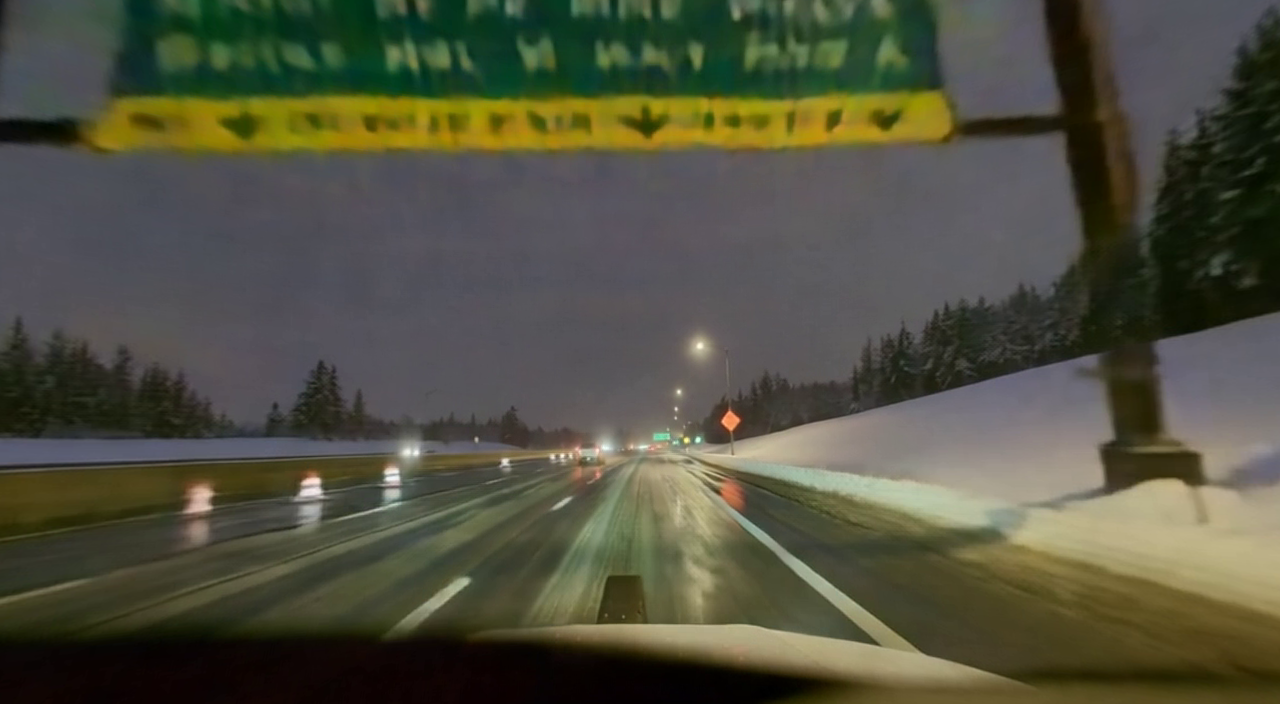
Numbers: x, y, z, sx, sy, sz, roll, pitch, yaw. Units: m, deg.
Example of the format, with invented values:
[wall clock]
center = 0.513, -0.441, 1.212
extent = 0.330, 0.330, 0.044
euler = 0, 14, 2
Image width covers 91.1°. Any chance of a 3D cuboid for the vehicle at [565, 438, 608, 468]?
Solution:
[vehicle]
center = -3.034, 5.894, 36.740
extent = 2.078, 1.629, 4.059
euler = 0, -8, 1
